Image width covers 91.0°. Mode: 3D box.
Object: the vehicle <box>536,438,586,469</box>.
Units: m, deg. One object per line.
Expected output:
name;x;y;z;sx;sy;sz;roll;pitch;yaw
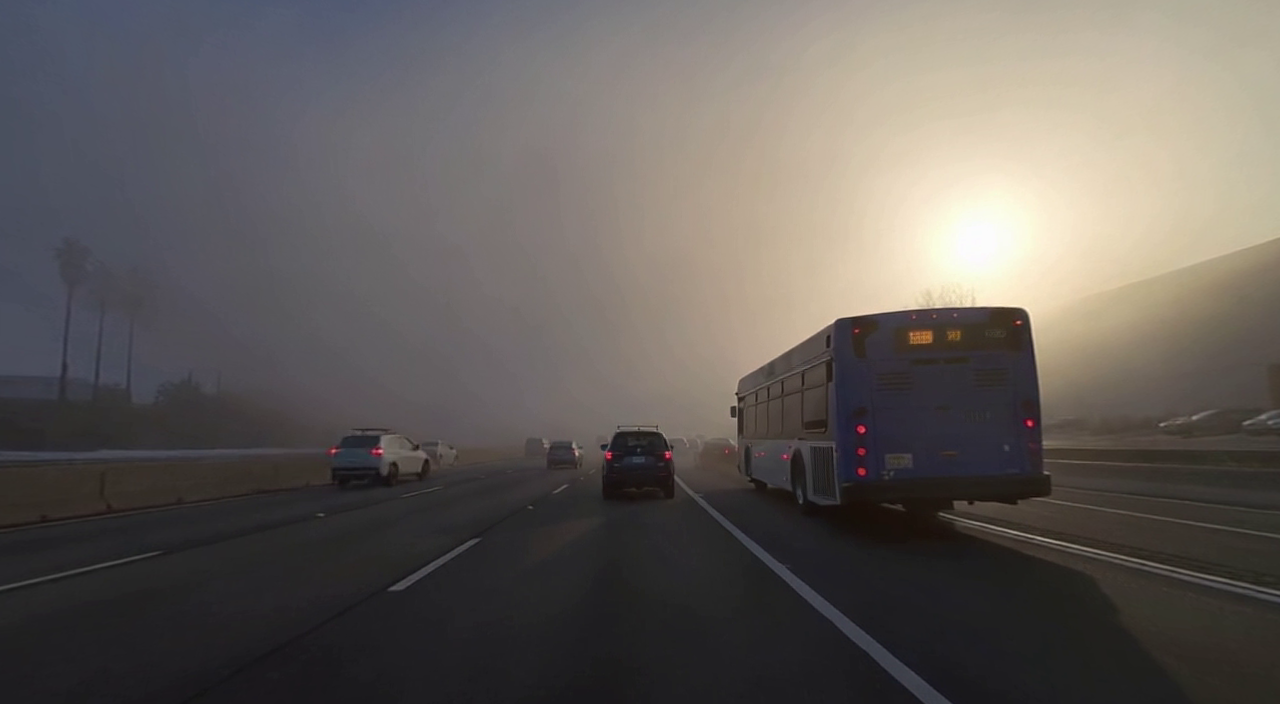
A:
vehicle;-4.187;5.473;34.102;2.040;1.536;4.680;0;-9;1

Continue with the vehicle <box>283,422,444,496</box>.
vehicle;-7.478;2.971;17.766;2.215;1.795;4.966;0;-9;1

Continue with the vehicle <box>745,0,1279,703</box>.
vehicle;3.949;0.477;7.128;3.020;3.622;14.302;0;-9;0

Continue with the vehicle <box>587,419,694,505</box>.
vehicle;0.051;2.664;15.535;2.268;1.796;4.280;0;-9;1

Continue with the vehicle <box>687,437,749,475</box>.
vehicle;3.339;4.590;27.993;2.039;1.516;4.521;0;-9;-2
